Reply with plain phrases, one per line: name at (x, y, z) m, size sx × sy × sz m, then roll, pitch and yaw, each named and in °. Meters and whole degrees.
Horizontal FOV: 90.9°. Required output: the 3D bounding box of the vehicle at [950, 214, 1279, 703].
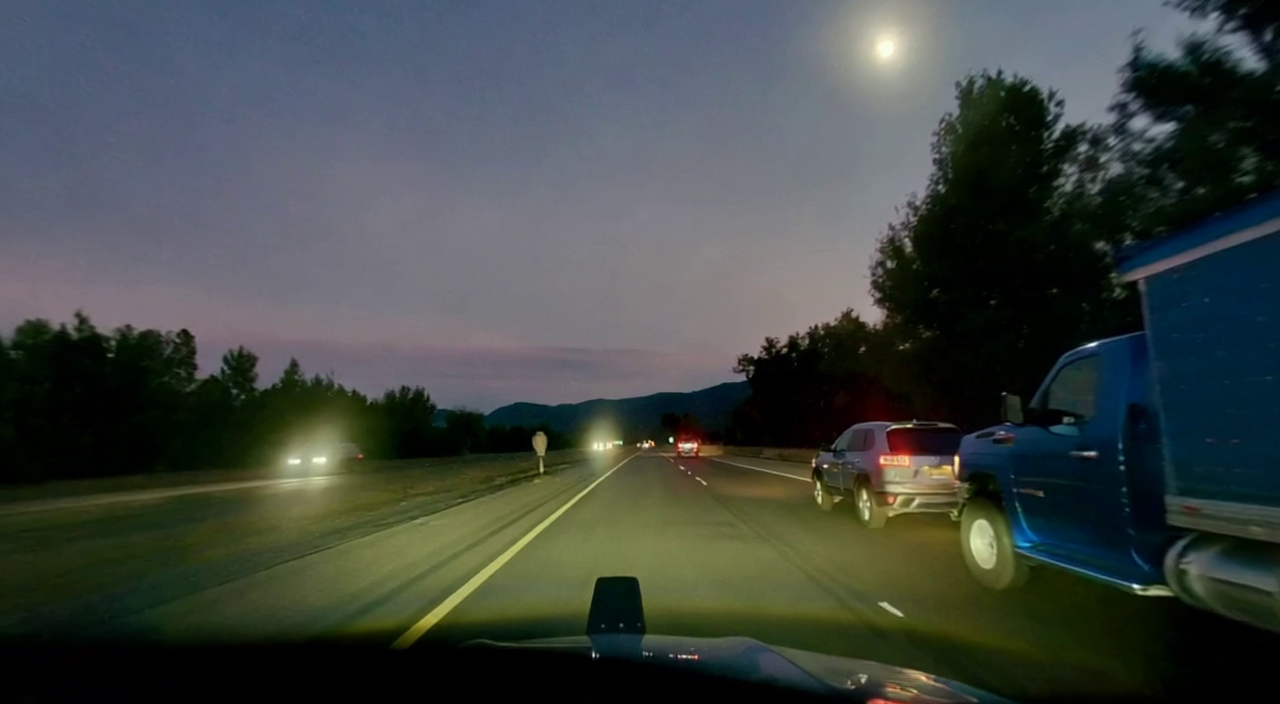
vehicle at (4.067, 0.714, 4.086) m, size 2.150 × 2.344 × 3.759 m, roll 0°, pitch -8°, yaw 1°

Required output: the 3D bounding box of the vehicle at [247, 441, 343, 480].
vehicle at (-17.651, 5.547, 32.577) m, size 2.137 × 1.858 × 5.012 m, roll 0°, pitch -8°, yaw -1°
